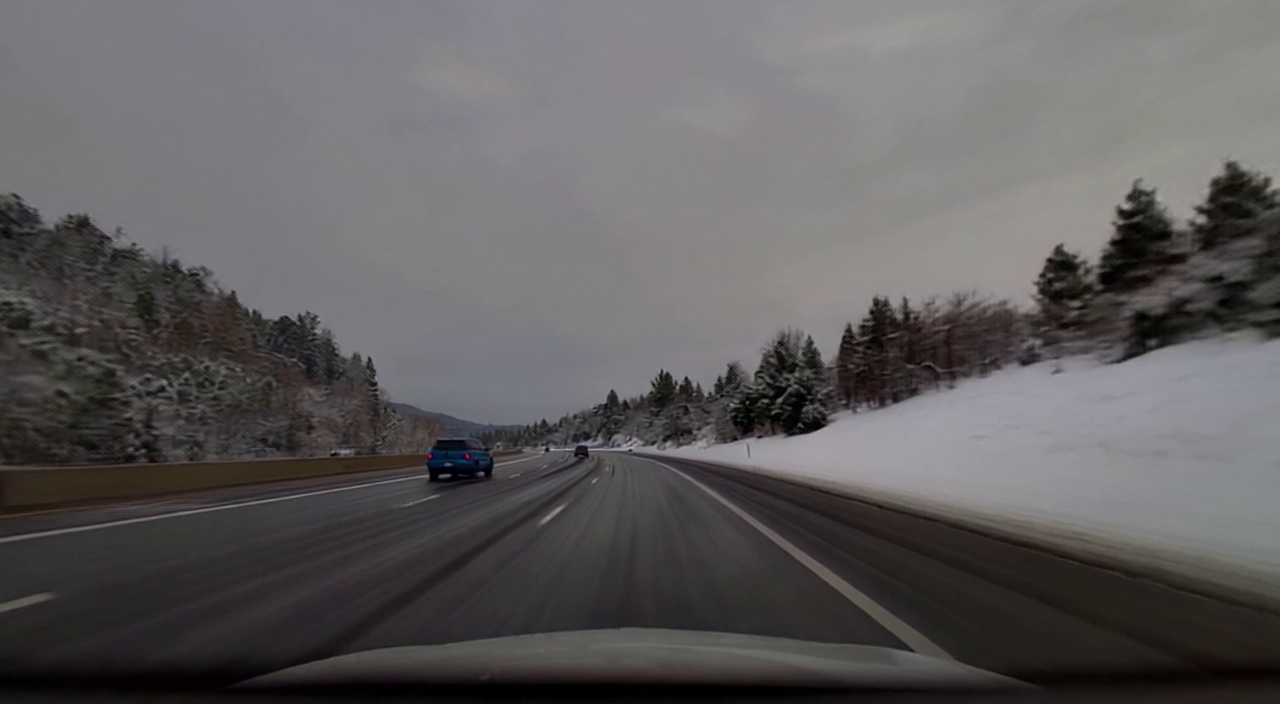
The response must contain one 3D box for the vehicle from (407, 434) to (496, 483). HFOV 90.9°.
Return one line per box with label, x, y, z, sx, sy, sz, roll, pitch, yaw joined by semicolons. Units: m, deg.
vehicle;-7.251;4.143;24.784;2.046;1.712;4.533;0;-8;0
